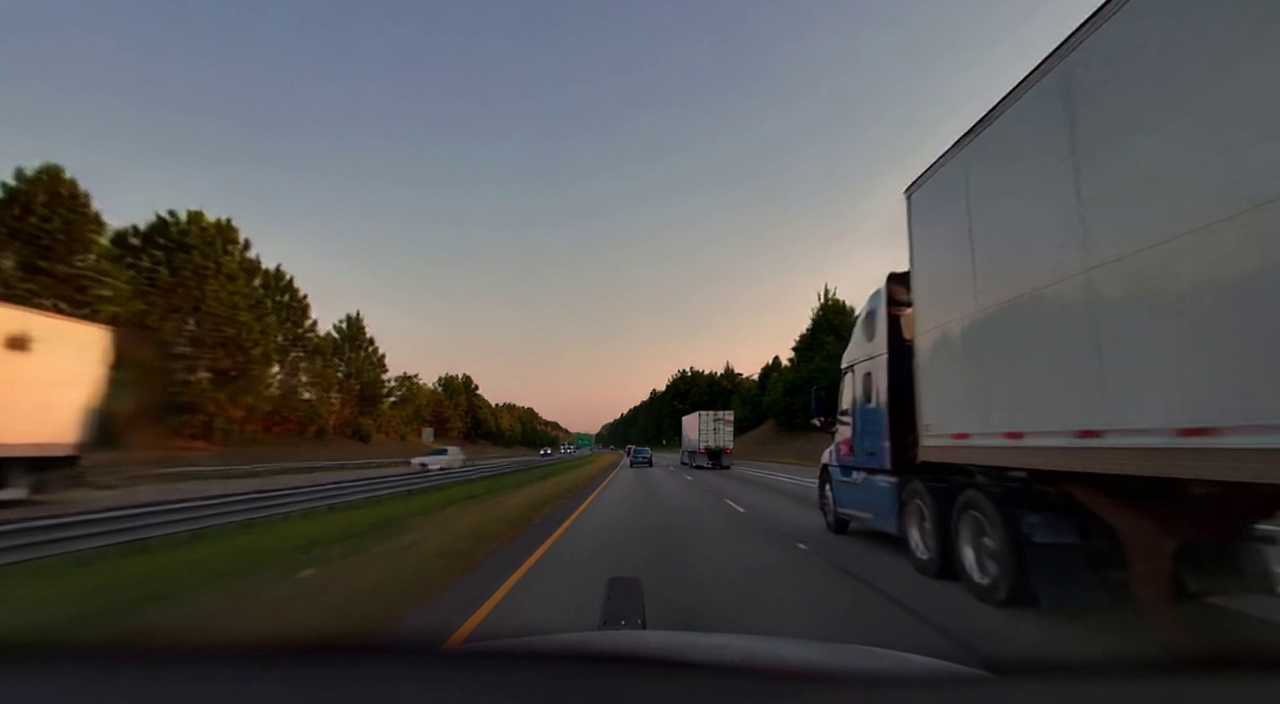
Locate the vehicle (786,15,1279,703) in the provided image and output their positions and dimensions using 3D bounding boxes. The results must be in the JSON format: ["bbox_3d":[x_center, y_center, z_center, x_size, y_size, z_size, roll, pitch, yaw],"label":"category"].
[{"bbox_3d":[3.766,0.322,6.437,3.025,3.897,5.853,0,-9,0],"label":"vehicle"}]

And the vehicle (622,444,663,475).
[{"bbox_3d":[0.092,5.701,33.693,2.051,1.513,4.511,0,-9,-1],"label":"vehicle"}]

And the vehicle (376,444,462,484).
[{"bbox_3d":[-8.914,4.561,25.864,1.909,1.461,4.616,0,-9,0],"label":"vehicle"}]

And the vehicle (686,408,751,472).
[{"bbox_3d":[4.254,4.995,35.471,2.684,3.263,5.865,0,-9,-2],"label":"vehicle"}]
